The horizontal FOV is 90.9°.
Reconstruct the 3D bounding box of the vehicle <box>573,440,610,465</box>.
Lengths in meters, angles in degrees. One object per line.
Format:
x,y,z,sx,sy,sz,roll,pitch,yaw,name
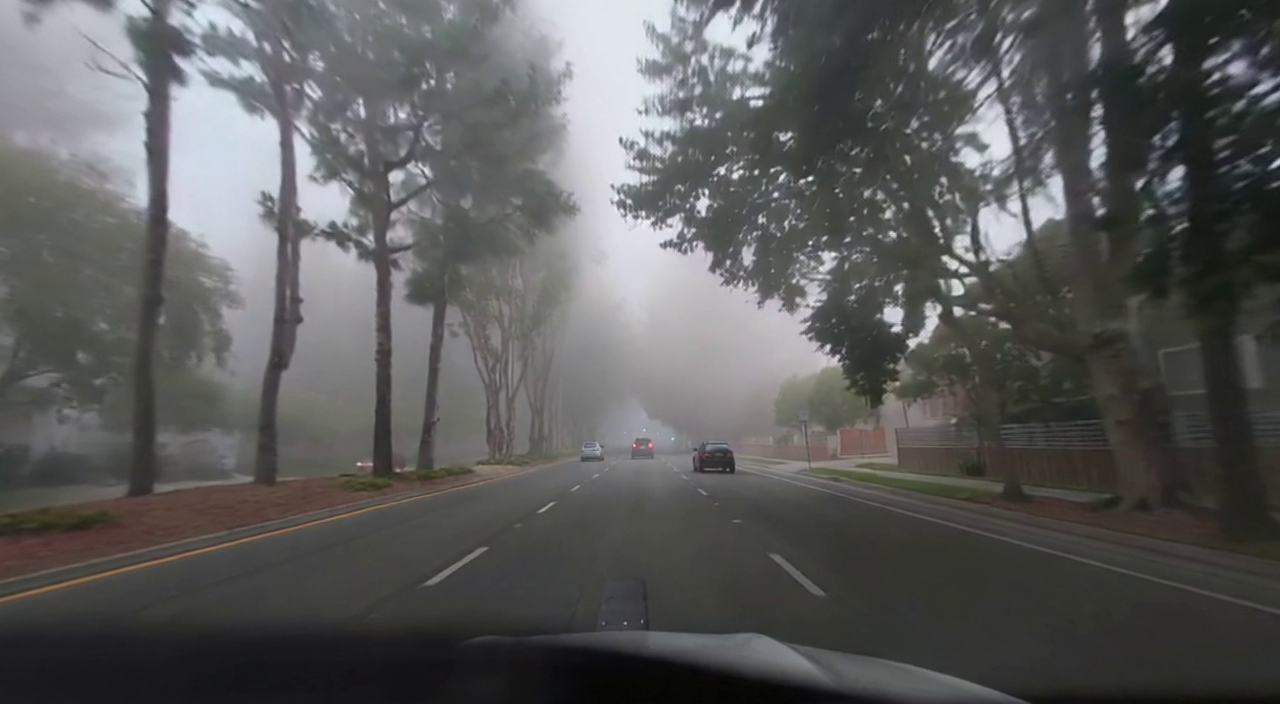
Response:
-3.015,6.411,40.247,1.940,1.473,4.133,0,-8,1,vehicle

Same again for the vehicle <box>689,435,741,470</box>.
3.887,5.309,33.469,2.182,1.688,4.187,0,-8,-1,vehicle
